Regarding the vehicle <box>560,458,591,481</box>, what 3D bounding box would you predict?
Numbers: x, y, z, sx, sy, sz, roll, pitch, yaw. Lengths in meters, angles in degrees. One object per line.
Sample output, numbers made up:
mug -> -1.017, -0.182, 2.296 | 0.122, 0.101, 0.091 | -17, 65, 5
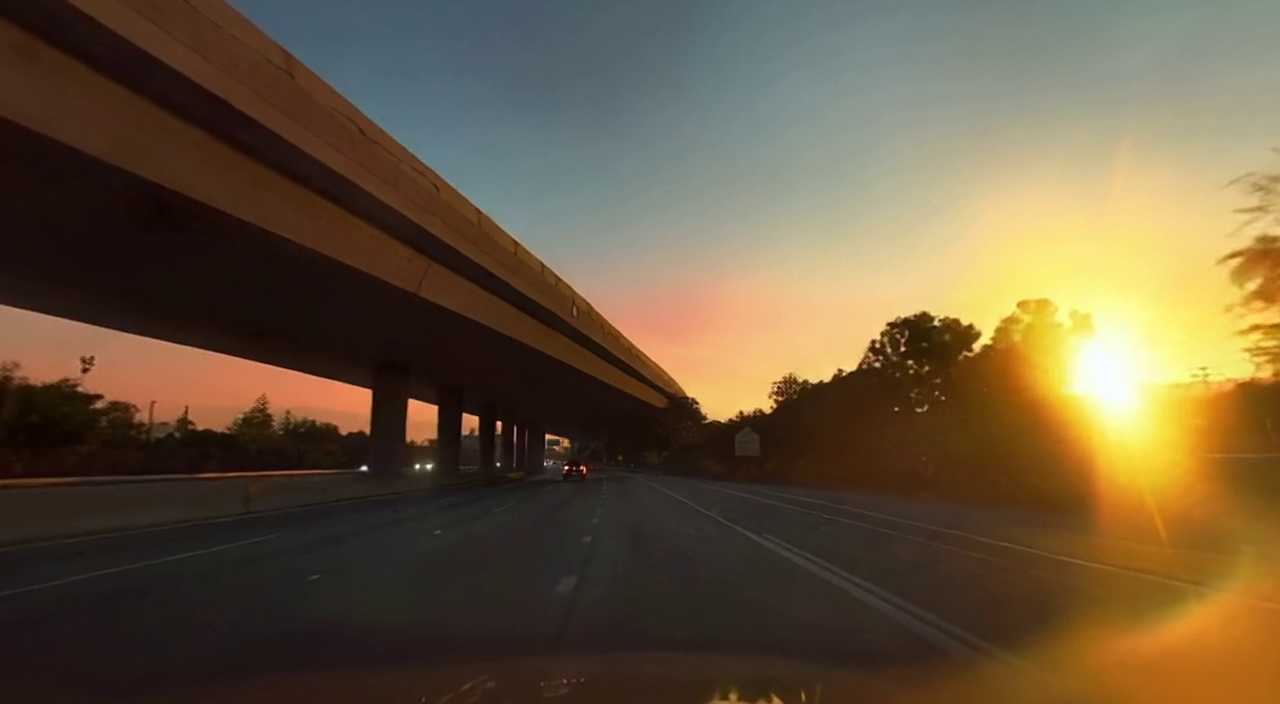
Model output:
vehicle -> -4.944, 9.033, 48.338 | 2.248, 1.619, 3.848 | 0, -9, -4

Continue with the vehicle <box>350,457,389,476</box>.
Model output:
vehicle -> -21.129, 8.945, 49.080 | 1.748, 1.391, 3.284 | 2, -8, -5
